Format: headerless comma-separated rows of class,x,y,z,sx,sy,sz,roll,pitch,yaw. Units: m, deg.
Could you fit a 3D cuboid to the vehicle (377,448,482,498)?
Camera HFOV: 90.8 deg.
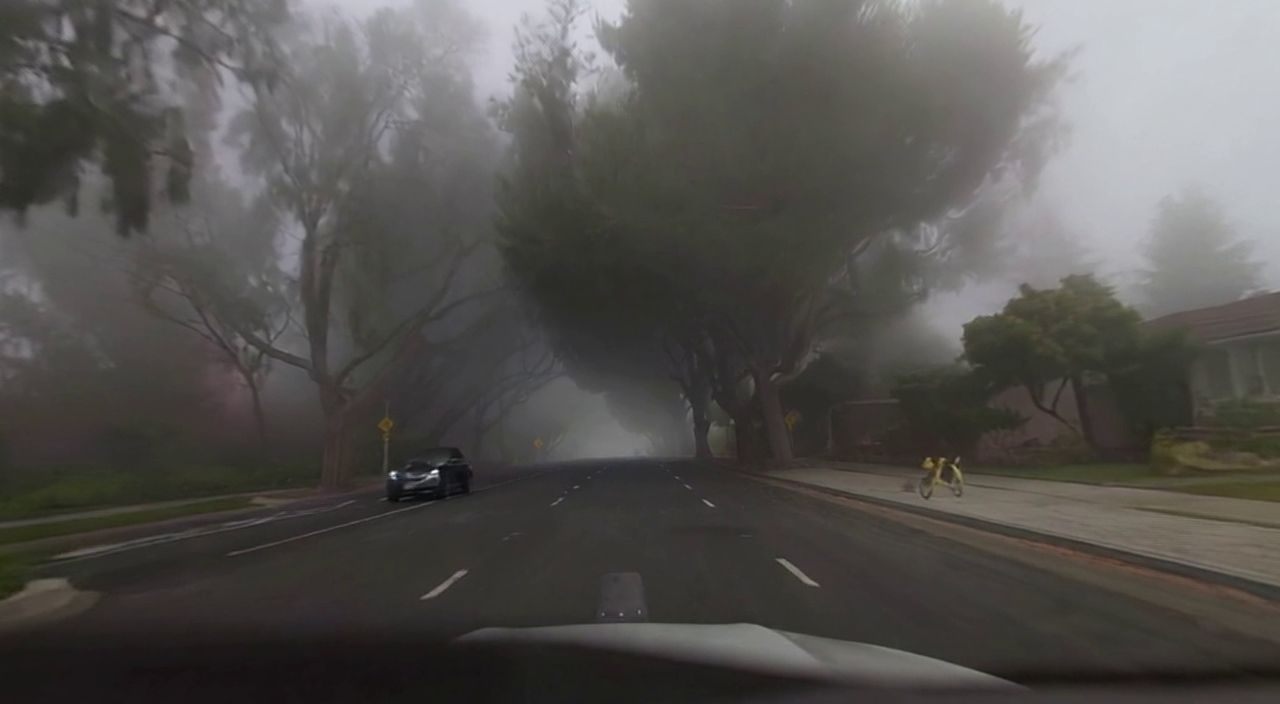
vehicle,-7.077,4.094,21.857,2.006,1.501,4.789,0,-9,0
